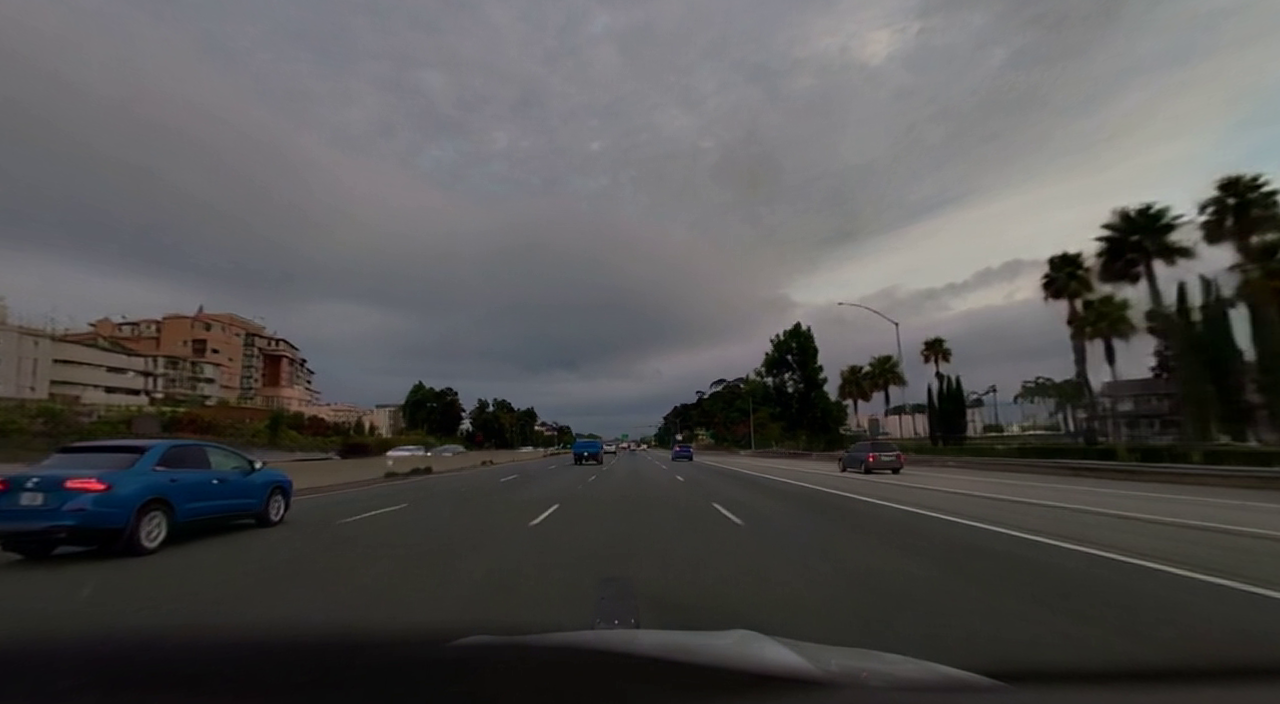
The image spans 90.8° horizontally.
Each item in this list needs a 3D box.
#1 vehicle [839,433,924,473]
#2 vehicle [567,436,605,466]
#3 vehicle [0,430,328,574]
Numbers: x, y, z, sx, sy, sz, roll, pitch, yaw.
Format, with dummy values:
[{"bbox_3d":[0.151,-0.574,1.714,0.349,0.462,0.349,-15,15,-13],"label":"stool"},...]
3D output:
[{"bbox_3d":[11.608,4.916,30.756,2.168,1.792,4.457,0,-9,-3],"label":"vehicle"},{"bbox_3d":[-3.754,6.990,44.551,2.225,1.967,4.673,0,-9,1],"label":"vehicle"},{"bbox_3d":[-6.795,1.946,9.104,2.018,1.480,4.999,0,-9,0],"label":"vehicle"}]
